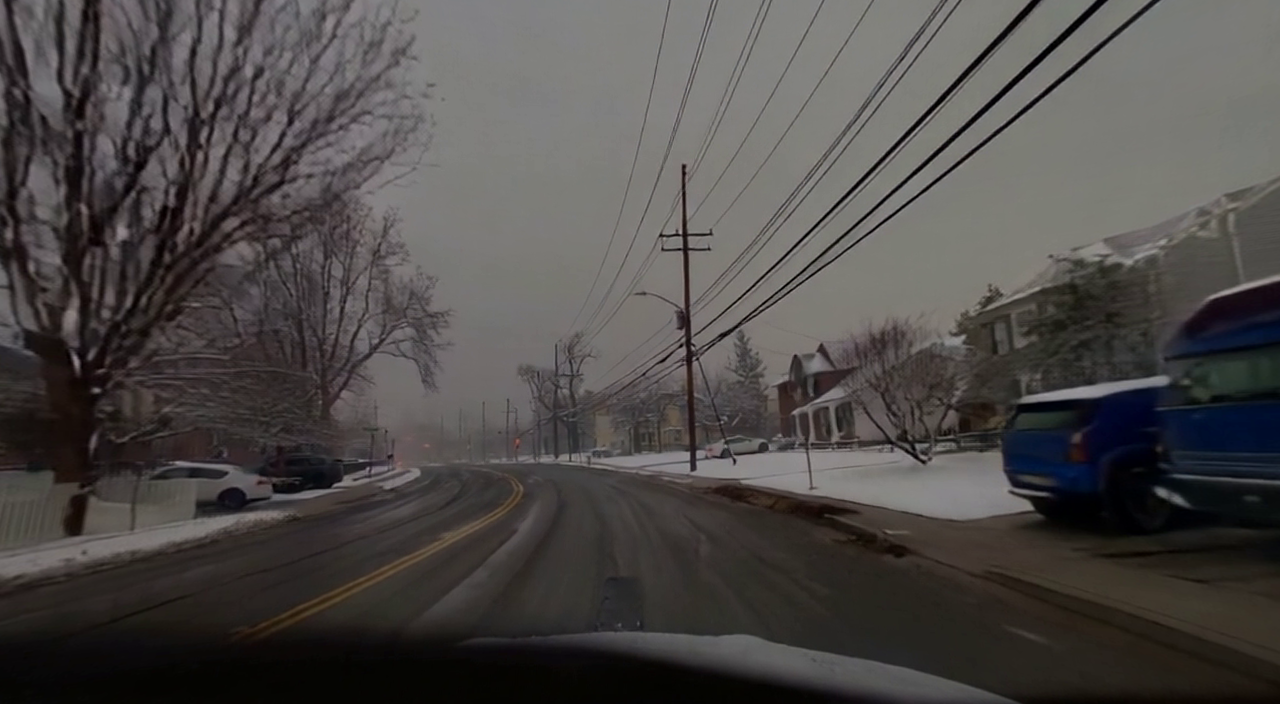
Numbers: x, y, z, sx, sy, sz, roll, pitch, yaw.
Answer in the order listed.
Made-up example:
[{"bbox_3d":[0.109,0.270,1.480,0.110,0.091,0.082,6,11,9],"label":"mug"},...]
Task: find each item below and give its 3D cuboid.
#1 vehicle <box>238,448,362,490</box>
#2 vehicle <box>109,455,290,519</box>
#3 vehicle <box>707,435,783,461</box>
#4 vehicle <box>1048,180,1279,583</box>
[{"bbox_3d":[-15.204,5.246,28.435,4.321,1.772,2.161,0,-8,1],"label":"vehicle"},{"bbox_3d":[-12.223,3.730,17.989,2.390,1.431,4.253,0,-8,-6],"label":"vehicle"},{"bbox_3d":[6.750,6.233,40.918,4.566,1.623,1.906,0,-8,-1],"label":"vehicle"},{"bbox_3d":[8.284,0.121,5.909,7.115,3.010,2.378,-4,-8,-4],"label":"vehicle"}]
